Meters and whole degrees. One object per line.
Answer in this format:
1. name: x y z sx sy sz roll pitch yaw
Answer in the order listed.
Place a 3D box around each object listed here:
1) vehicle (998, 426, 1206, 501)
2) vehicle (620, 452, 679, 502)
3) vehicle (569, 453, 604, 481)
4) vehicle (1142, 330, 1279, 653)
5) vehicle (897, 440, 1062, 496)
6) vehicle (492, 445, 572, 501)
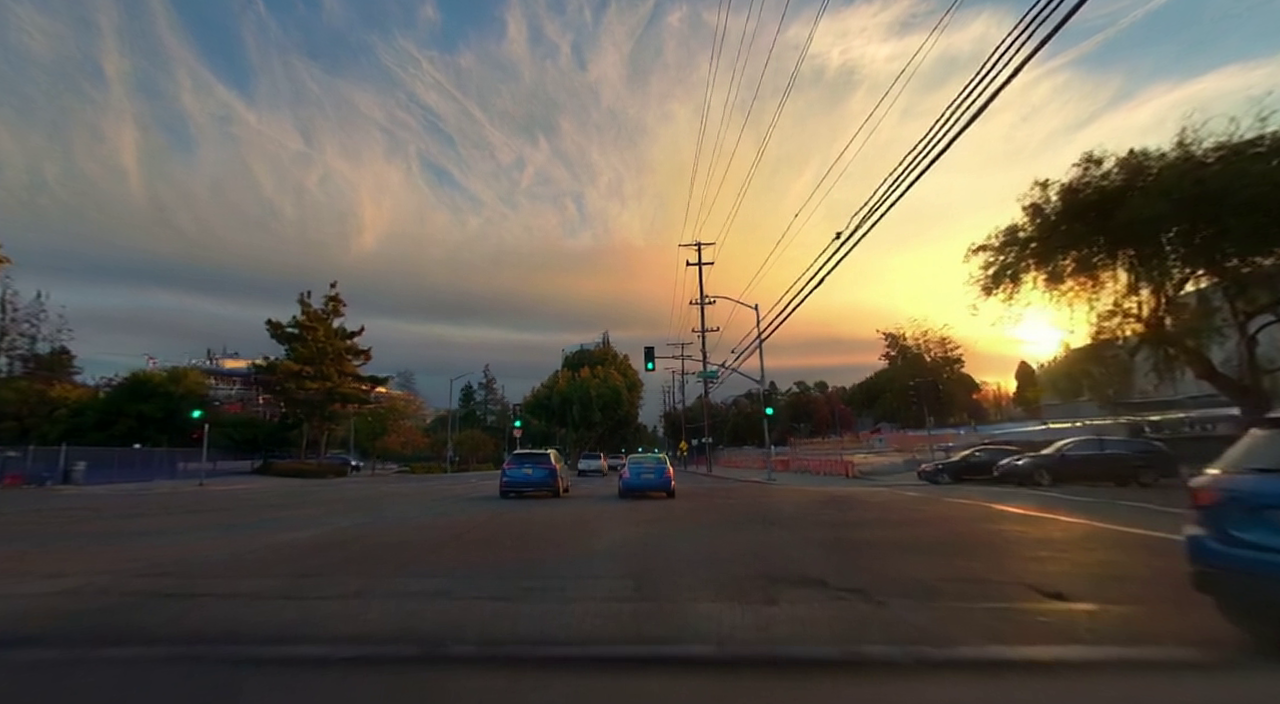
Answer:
1. vehicle: 13.859 3.357 19.076 4.623 2.090 2.017 0 -9 -1
2. vehicle: 0.320 4.714 24.128 2.059 1.691 3.980 0 -9 0
3. vehicle: -3.558 7.783 42.640 1.910 1.713 4.786 -1 -9 1
4. vehicle: 6.785 1.159 5.966 2.458 2.149 5.577 -6 -10 33
5. vehicle: 12.135 4.162 22.776 4.551 1.759 2.320 -3 -9 5
6. vehicle: -3.772 4.311 22.804 2.078 1.804 4.387 -1 -9 1
